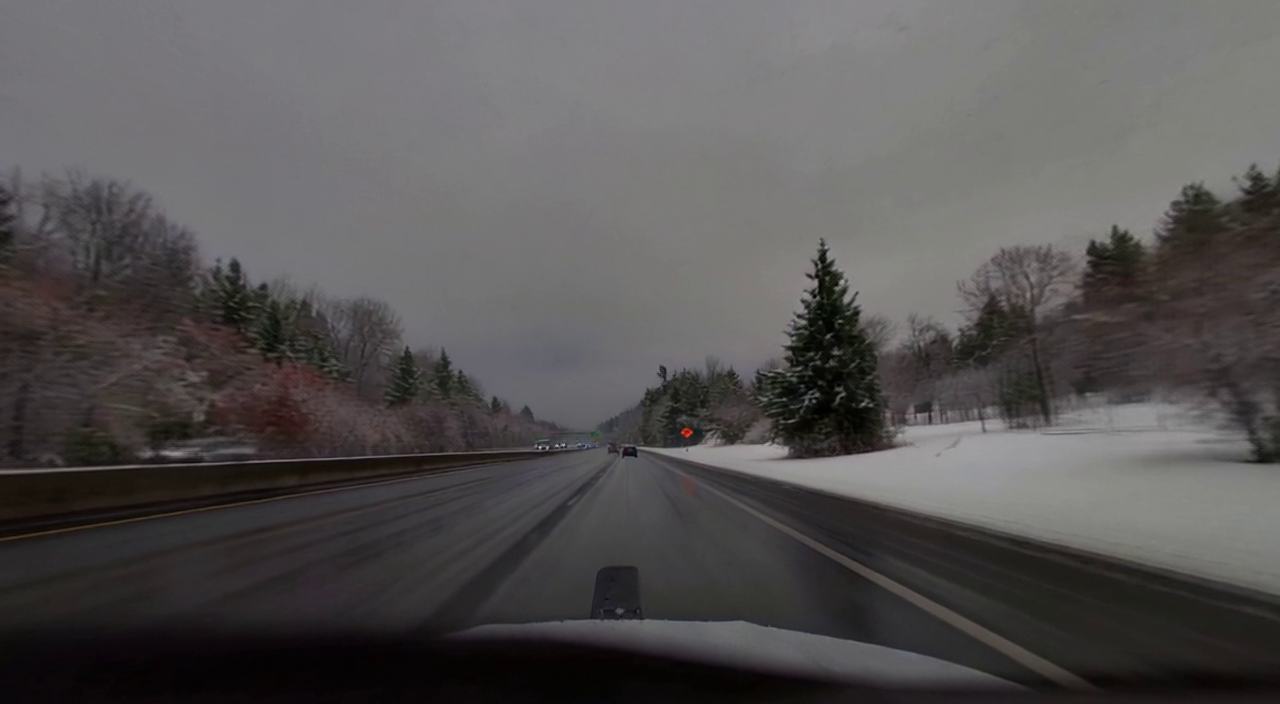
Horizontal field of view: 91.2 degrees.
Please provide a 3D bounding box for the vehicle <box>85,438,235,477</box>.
[{"bbox_3d":[-23.420,5.195,31.130,1.968,1.688,6.964,0,-9,0],"label":"vehicle"}]
